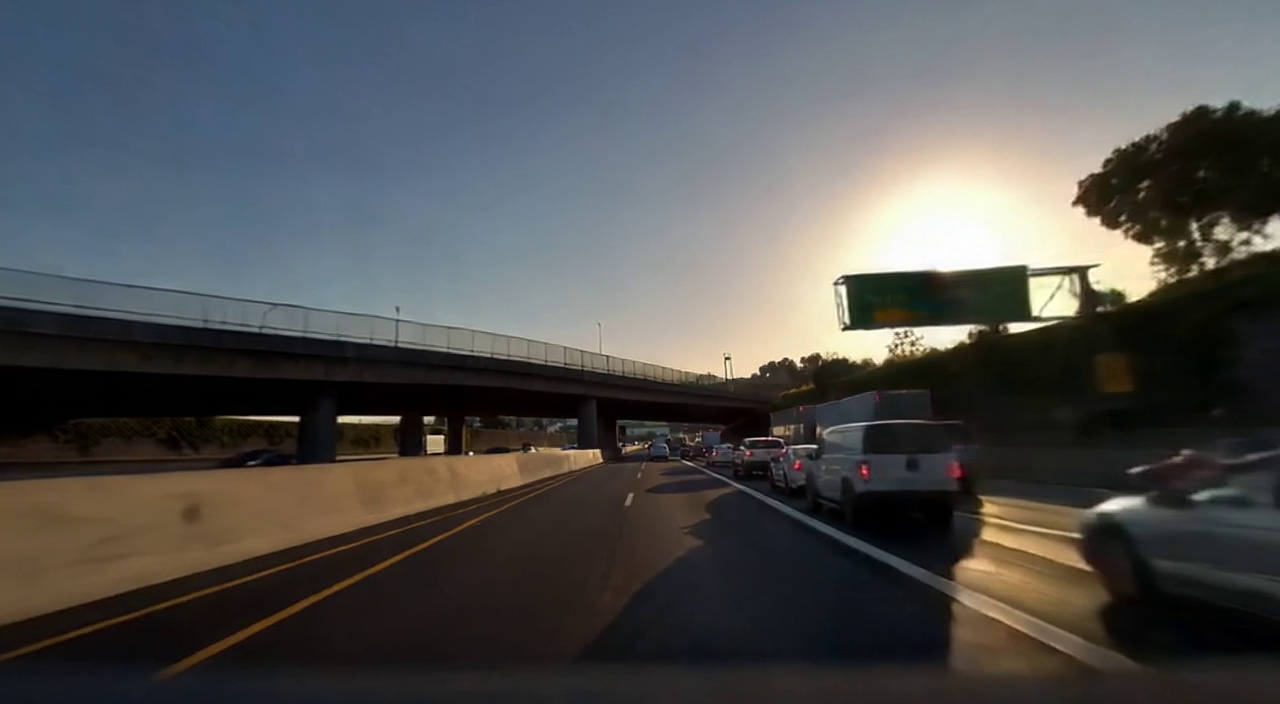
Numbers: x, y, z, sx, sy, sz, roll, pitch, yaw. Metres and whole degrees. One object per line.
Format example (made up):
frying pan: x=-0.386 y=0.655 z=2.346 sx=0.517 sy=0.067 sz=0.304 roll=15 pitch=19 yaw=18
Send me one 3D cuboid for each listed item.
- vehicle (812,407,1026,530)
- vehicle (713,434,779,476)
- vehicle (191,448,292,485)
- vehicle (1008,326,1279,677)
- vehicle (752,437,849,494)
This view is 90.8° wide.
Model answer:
vehicle: x=5.047 y=2.189 z=12.401 sx=1.991 sy=1.921 sz=4.879 roll=0 pitch=-8 yaw=1
vehicle: x=4.924 y=4.874 z=30.147 sx=2.201 sy=1.804 sz=4.801 roll=0 pitch=-8 yaw=-1
vehicle: x=-19.695 y=5.624 z=31.497 sx=1.953 sy=1.680 sz=4.506 roll=0 pitch=-8 yaw=2
vehicle: x=4.714 y=0.859 z=3.658 sx=2.191 sy=1.963 sz=5.001 roll=0 pitch=-8 yaw=1
vehicle: x=4.737 y=3.390 z=19.246 sx=1.950 sy=1.529 sz=3.884 roll=0 pitch=-8 yaw=1
